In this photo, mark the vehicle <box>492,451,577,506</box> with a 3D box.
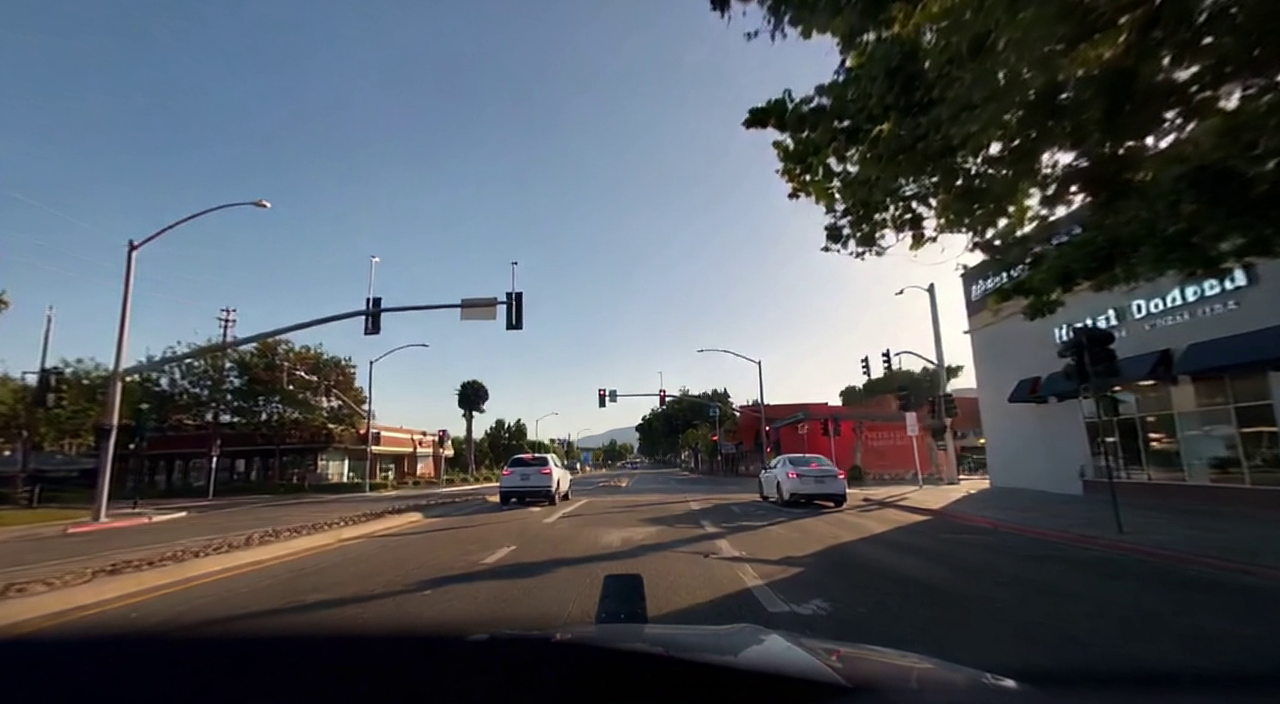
[{"bbox_3d":[-3.340,4.146,20.814,1.947,1.627,4.248,0,-10,1],"label":"vehicle"}]

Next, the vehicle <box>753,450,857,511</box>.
[{"bbox_3d":[4.983,3.988,19.771,2.039,1.655,4.495,0,-10,0],"label":"vehicle"}]
